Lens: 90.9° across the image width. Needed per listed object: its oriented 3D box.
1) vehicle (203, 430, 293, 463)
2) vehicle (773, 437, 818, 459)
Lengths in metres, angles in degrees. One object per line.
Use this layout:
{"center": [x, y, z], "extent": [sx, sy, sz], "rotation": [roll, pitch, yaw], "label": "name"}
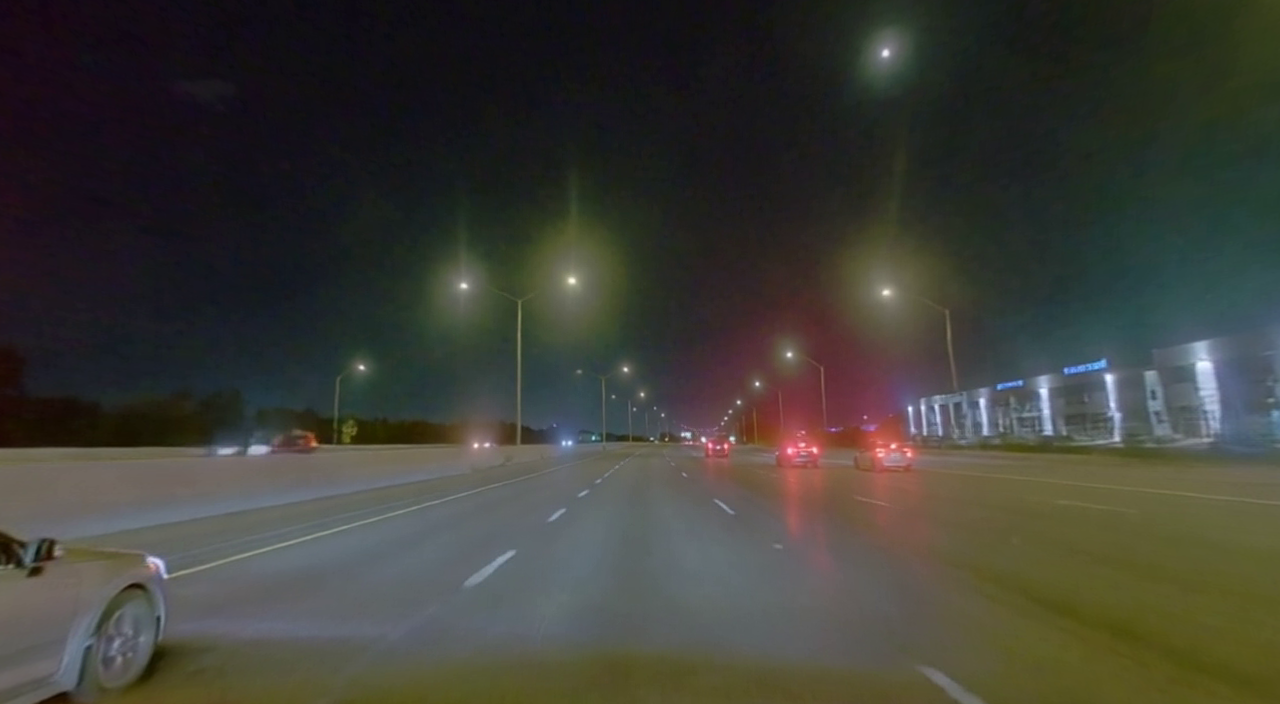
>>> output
{"center": [-18.241, 4.416, 29.556], "extent": [1.798, 1.431, 3.672], "rotation": [0, -8, 1], "label": "vehicle"}
{"center": [11.027, 6.820, 44.938], "extent": [2.000, 1.514, 4.585], "rotation": [-1, -8, 0], "label": "vehicle"}
